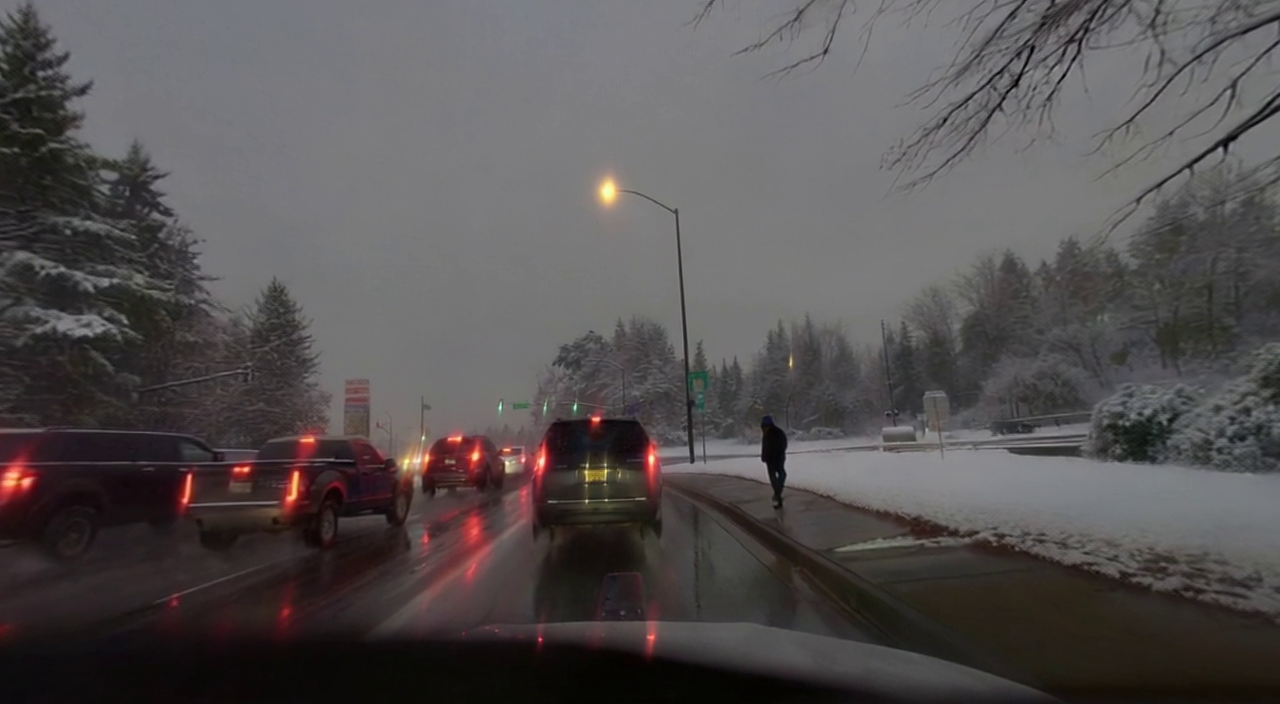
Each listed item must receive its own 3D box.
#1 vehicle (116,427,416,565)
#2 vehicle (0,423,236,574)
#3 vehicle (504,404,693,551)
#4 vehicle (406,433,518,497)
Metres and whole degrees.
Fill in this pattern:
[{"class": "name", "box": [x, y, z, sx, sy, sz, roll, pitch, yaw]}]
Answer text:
[{"class": "vehicle", "box": [-5.404, 2.109, 10.067, 2.010, 1.674, 4.484, 0, -9, 0]}, {"class": "vehicle", "box": [-8.802, 2.100, 9.751, 2.013, 1.826, 4.592, 0, -9, 0]}, {"class": "vehicle", "box": [-0.578, 1.893, 10.145, 2.368, 1.829, 4.293, 0, -9, -2]}, {"class": "vehicle", "box": [-5.458, 3.515, 20.084, 2.188, 1.774, 4.477, 0, -9, 0]}]
